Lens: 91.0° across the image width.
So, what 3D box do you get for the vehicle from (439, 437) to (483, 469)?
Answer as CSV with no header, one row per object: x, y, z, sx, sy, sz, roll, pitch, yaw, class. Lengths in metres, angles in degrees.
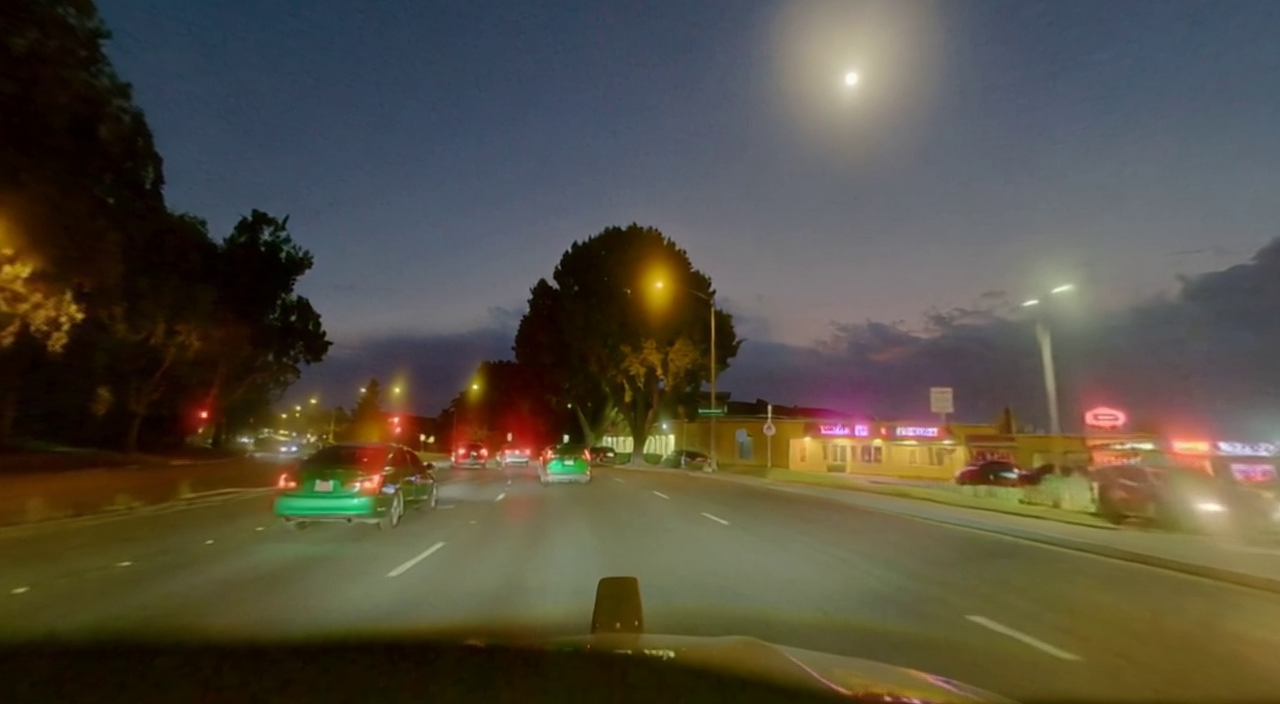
-9.489,5.283,33.118,2.042,1.593,3.956,3,-9,-17,vehicle

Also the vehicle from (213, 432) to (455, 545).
-4.788,2.172,10.881,2.105,1.477,4.857,1,-8,-5,vehicle

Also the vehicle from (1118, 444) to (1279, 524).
13.936,2.922,14.238,4.442,1.646,2.106,0,-8,2,vehicle

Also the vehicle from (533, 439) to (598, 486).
-2.769,3.883,22.544,2.001,1.483,4.442,2,-8,-11,vehicle

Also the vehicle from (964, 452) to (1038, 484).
20.904,6.636,36.359,4.486,1.658,2.031,6,-10,-37,vehicle

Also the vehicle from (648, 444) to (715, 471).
2.765,7.216,43.361,2.095,1.697,4.801,6,-10,-34,vehicle

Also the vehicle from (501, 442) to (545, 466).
-7.362,6.331,39.236,1.920,1.416,4.310,3,-9,-20,vehicle
